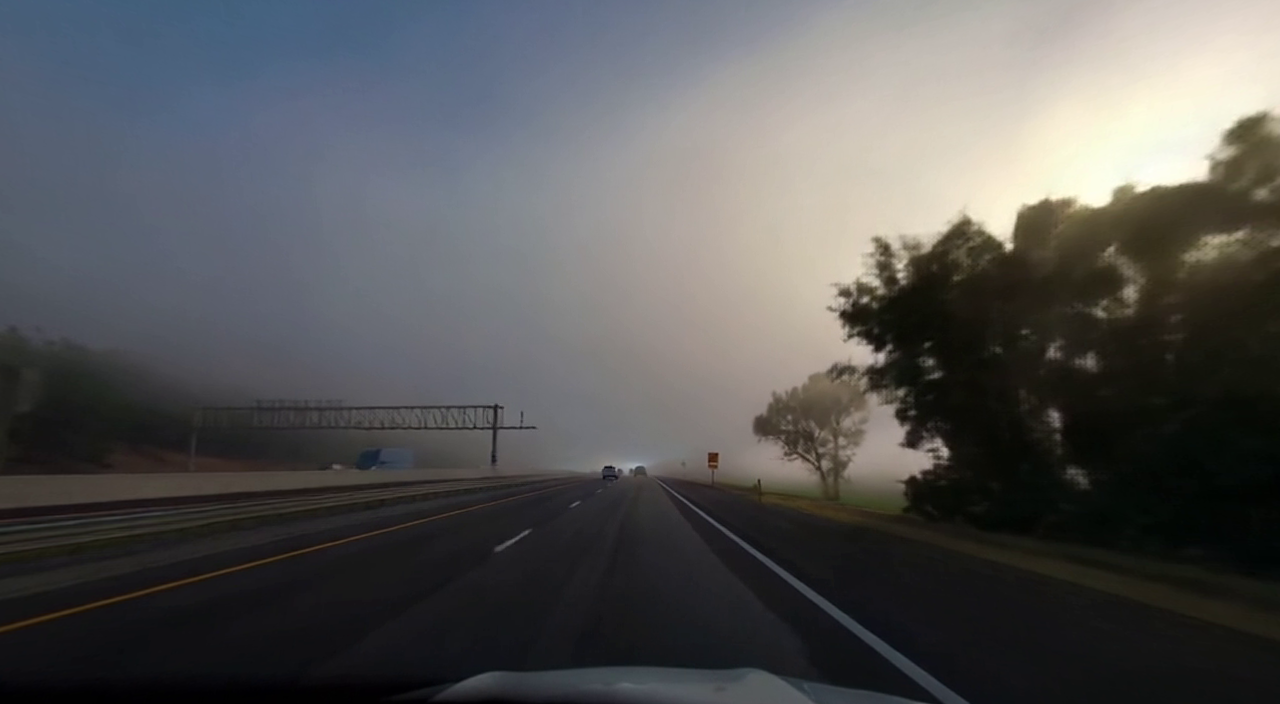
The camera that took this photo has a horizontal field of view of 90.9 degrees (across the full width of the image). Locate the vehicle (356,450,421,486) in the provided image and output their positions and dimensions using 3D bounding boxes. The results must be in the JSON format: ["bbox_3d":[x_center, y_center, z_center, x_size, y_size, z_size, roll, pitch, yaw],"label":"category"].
[{"bbox_3d":[-19.070,8.880,48.178,2.391,2.511,5.870,1,-10,1],"label":"vehicle"}]
